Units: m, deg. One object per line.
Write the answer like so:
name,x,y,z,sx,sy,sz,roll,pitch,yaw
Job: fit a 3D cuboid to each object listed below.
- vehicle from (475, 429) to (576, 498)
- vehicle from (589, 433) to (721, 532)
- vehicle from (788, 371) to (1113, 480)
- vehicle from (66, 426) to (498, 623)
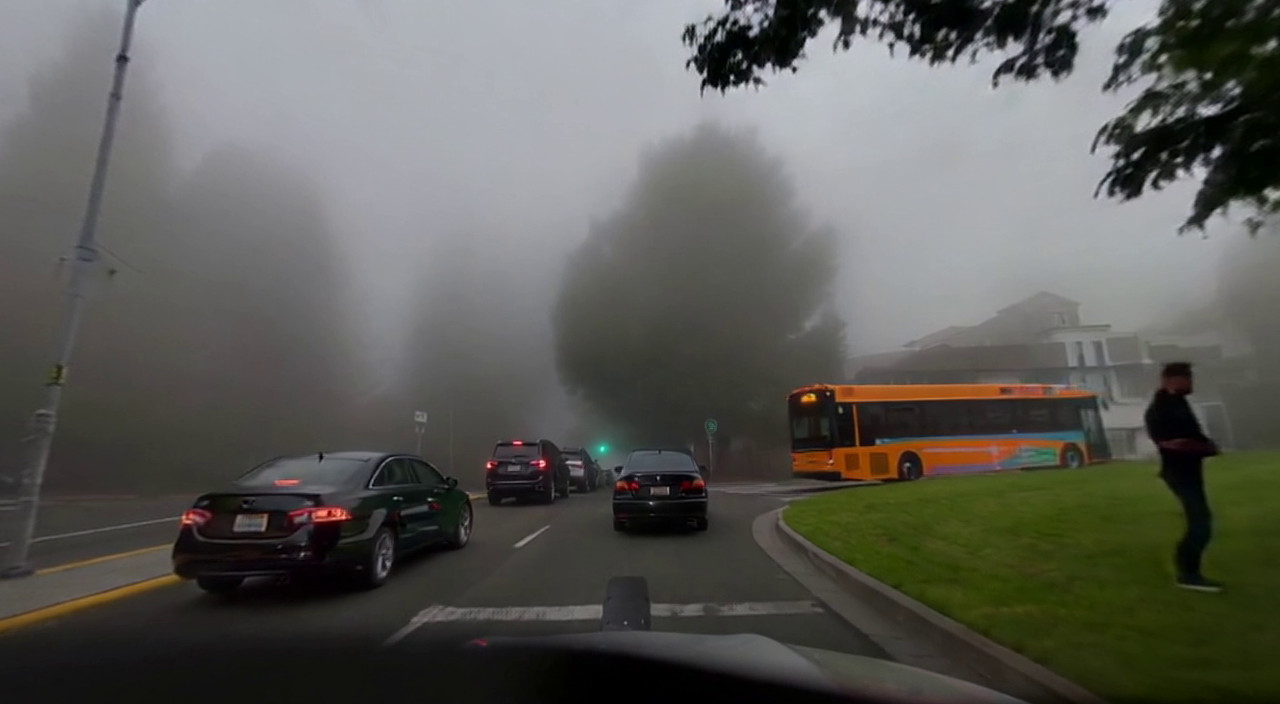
vehicle,-3.178,3.217,18.526,2.017,1.761,4.572,0,-9,1
vehicle,0.406,2.298,11.663,2.020,1.478,3.922,-1,-9,5
vehicle,10.441,2.548,21.564,9.977,3.303,2.948,1,-9,-10
vehicle,-3.312,1.664,7.178,1.953,1.480,4.522,-1,-9,5
